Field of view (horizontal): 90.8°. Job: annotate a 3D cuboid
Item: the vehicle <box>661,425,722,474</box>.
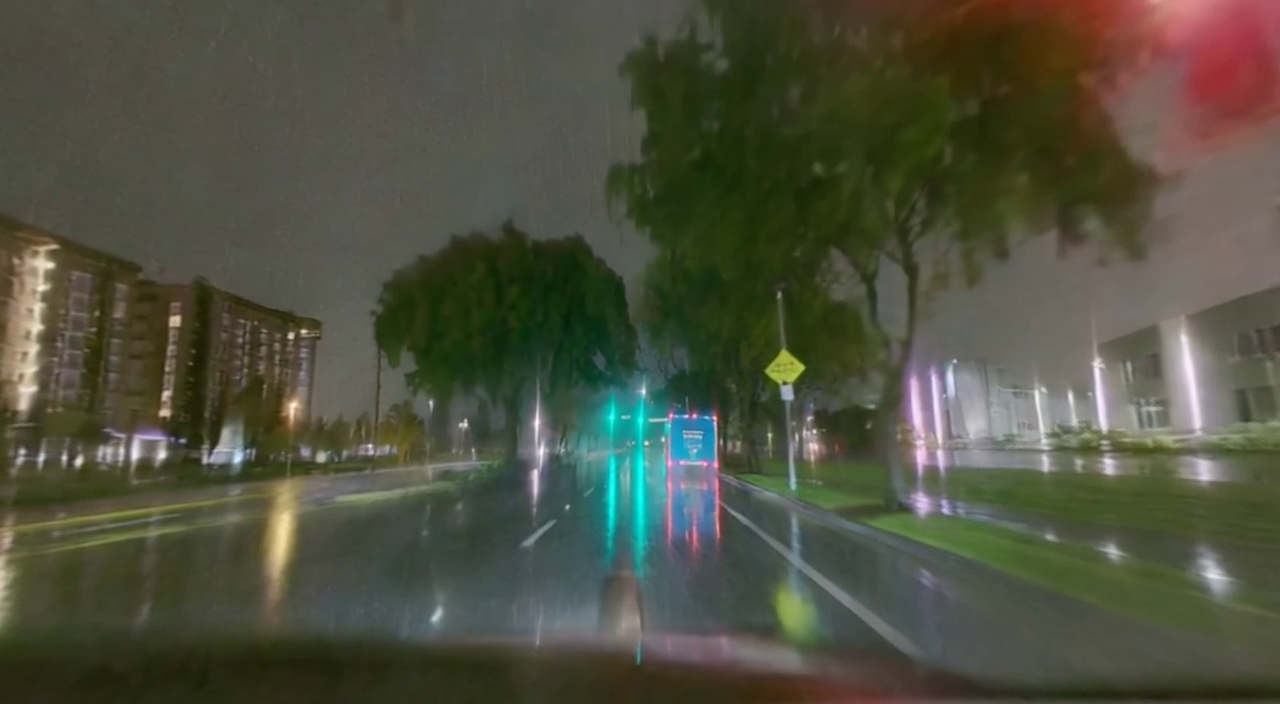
[{"bbox_3d":[2.425,4.794,31.151,2.514,2.218,5.013,0,-9,-1],"label":"vehicle"}]
